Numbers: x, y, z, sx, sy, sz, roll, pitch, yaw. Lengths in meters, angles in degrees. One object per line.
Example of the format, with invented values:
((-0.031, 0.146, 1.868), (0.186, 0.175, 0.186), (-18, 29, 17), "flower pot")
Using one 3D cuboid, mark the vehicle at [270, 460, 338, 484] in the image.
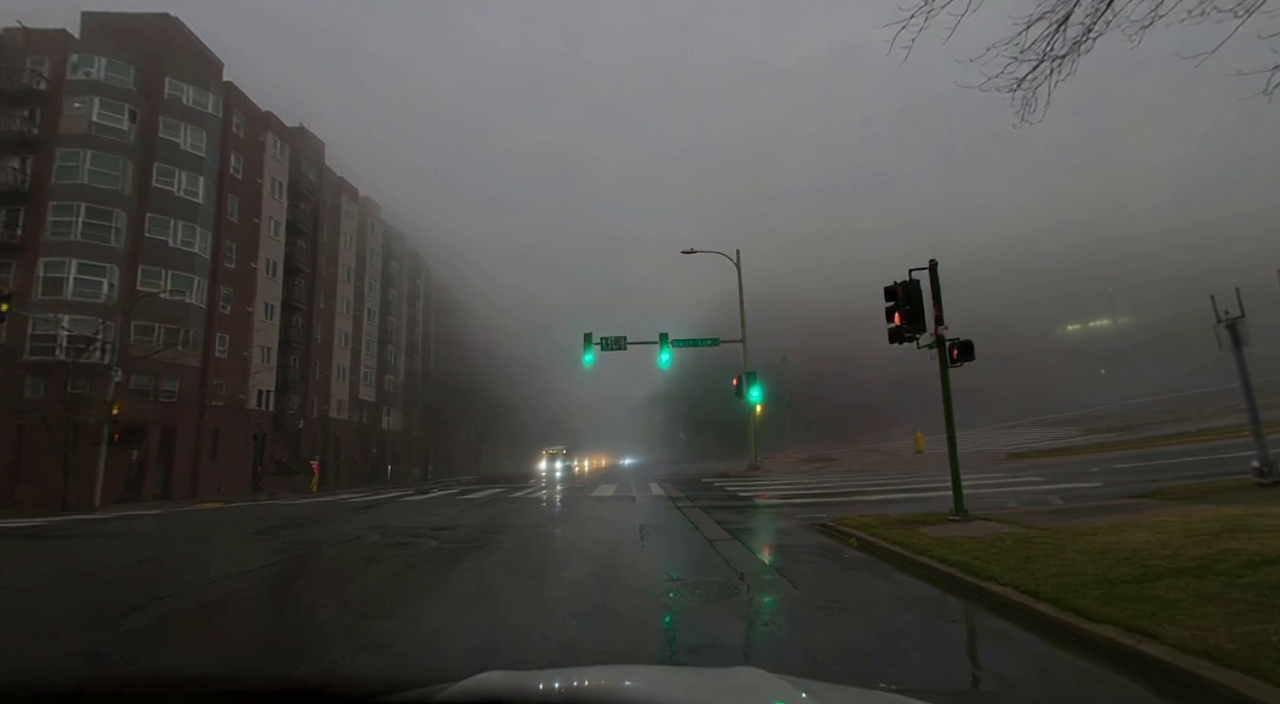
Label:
((-24.650, 8.797, 46.271), (3.882, 1.600, 1.768), (0, -9, 2), "vehicle")
